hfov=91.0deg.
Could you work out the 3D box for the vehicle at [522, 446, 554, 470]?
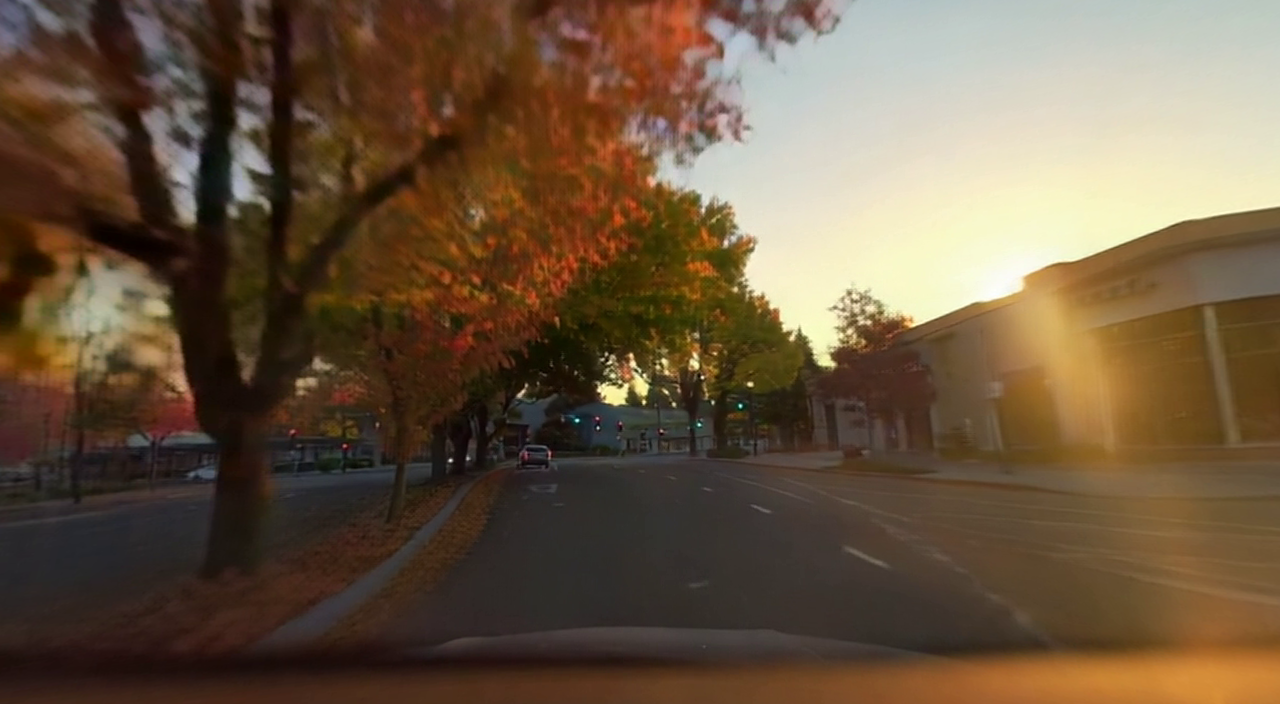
[{"bbox_3d":[-6.882,7.128,42.589,2.018,1.512,4.304,1,-9,-8],"label":"vehicle"}]
